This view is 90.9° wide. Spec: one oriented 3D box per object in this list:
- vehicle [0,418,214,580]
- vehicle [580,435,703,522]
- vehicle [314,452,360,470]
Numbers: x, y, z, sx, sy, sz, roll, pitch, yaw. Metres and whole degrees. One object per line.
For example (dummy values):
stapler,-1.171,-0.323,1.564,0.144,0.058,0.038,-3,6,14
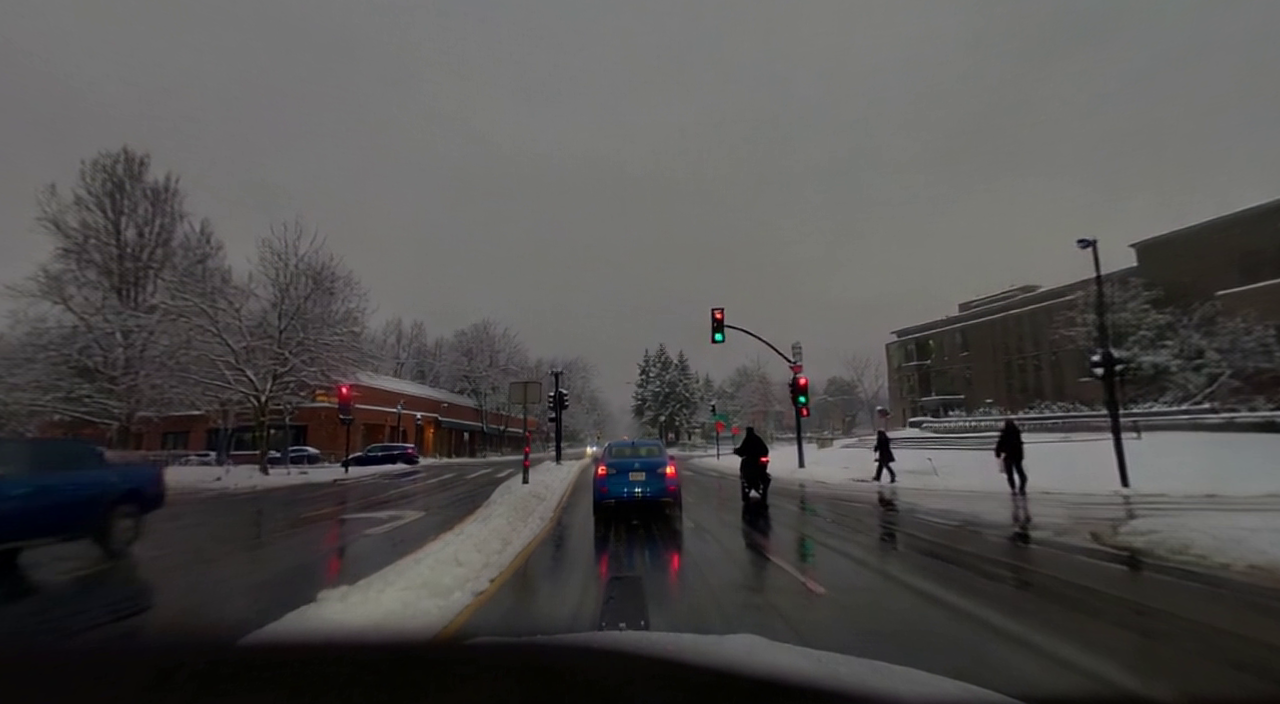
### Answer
vehicle,-7.730,1.721,7.753,1.993,1.692,4.226,0,-9,0
vehicle,-0.061,2.495,12.967,2.118,1.480,3.949,0,-9,-3
vehicle,-22.976,8.245,47.853,1.433,1.269,2.779,-5,-10,29
